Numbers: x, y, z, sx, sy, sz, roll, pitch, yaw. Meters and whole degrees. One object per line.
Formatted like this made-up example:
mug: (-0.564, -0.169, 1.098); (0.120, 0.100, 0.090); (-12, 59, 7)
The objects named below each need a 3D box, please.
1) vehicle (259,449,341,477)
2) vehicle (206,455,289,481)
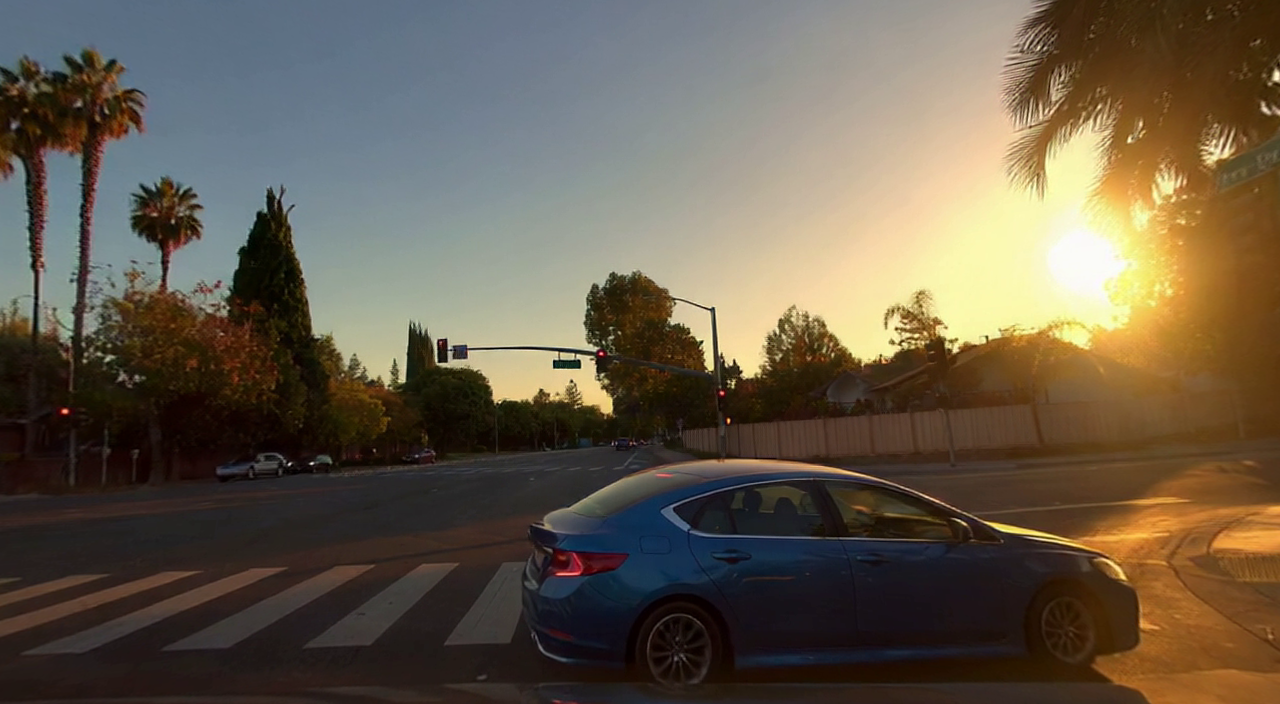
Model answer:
vehicle: (-20.055, 6.521, 37.516); (2.084, 1.528, 4.778); (-1, -9, 2)
vehicle: (-24.093, 7.113, 39.009); (2.019, 1.427, 4.630); (0, -9, 1)
